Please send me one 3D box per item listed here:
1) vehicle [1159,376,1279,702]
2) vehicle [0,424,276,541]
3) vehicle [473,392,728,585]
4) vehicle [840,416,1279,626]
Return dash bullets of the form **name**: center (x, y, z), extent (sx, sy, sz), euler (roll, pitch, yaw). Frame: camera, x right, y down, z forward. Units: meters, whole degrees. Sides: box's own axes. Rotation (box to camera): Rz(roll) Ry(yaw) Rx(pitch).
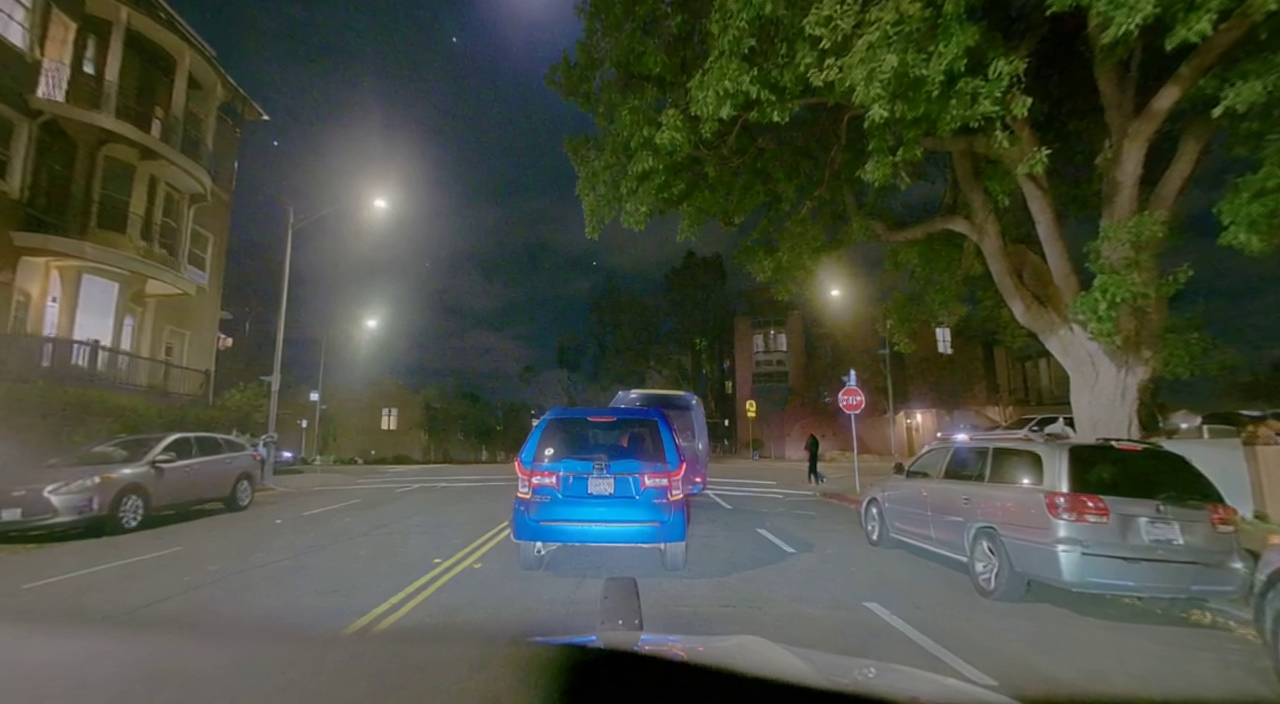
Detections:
- **vehicle**: center (4.550, 0.836, 1.896), extent (2.016, 1.757, 4.617), euler (3, -8, -1)
- **vehicle**: center (-8.311, 2.051, 10.647), extent (1.825, 1.532, 4.083), euler (-3, -7, 1)
- **vehicle**: center (-0.410, 1.622, 8.289), extent (2.377, 1.787, 4.652), euler (0, -8, -1)
- **vehicle**: center (4.202, 1.728, 7.535), extent (1.959, 1.581, 4.731), euler (4, -9, -2)
